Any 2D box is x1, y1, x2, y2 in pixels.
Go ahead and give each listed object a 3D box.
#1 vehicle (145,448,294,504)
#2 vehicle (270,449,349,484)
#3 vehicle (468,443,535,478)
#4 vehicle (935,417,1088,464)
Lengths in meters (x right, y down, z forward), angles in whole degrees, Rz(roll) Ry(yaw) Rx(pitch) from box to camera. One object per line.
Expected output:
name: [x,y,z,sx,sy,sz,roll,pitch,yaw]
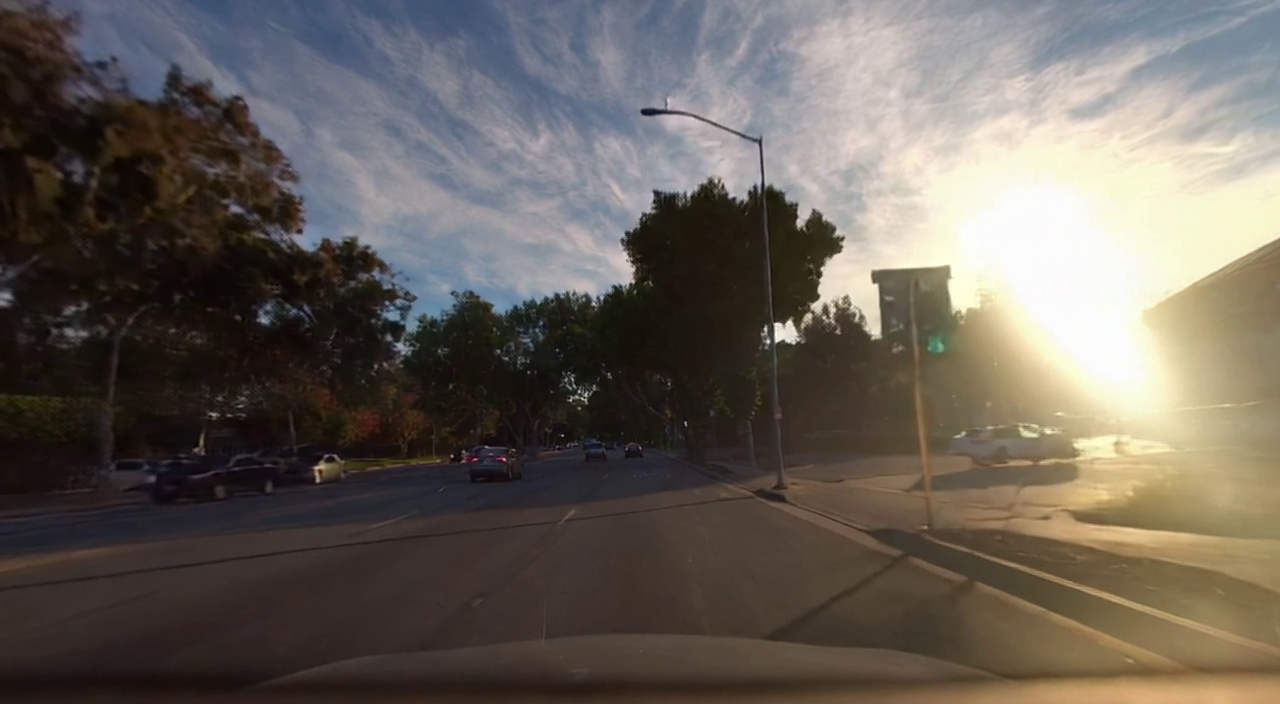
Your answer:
vehicle: [-12.983,3.797,19.886,1.937,1.526,4.530,1,-9,-6]
vehicle: [-17.754,6.144,34.089,1.902,1.747,4.380,0,-9,0]
vehicle: [-6.207,4.927,28.858,2.072,1.427,4.328,0,-9,0]
vehicle: [12.701,3.110,21.857,4.148,1.507,1.840,-3,-9,18]
